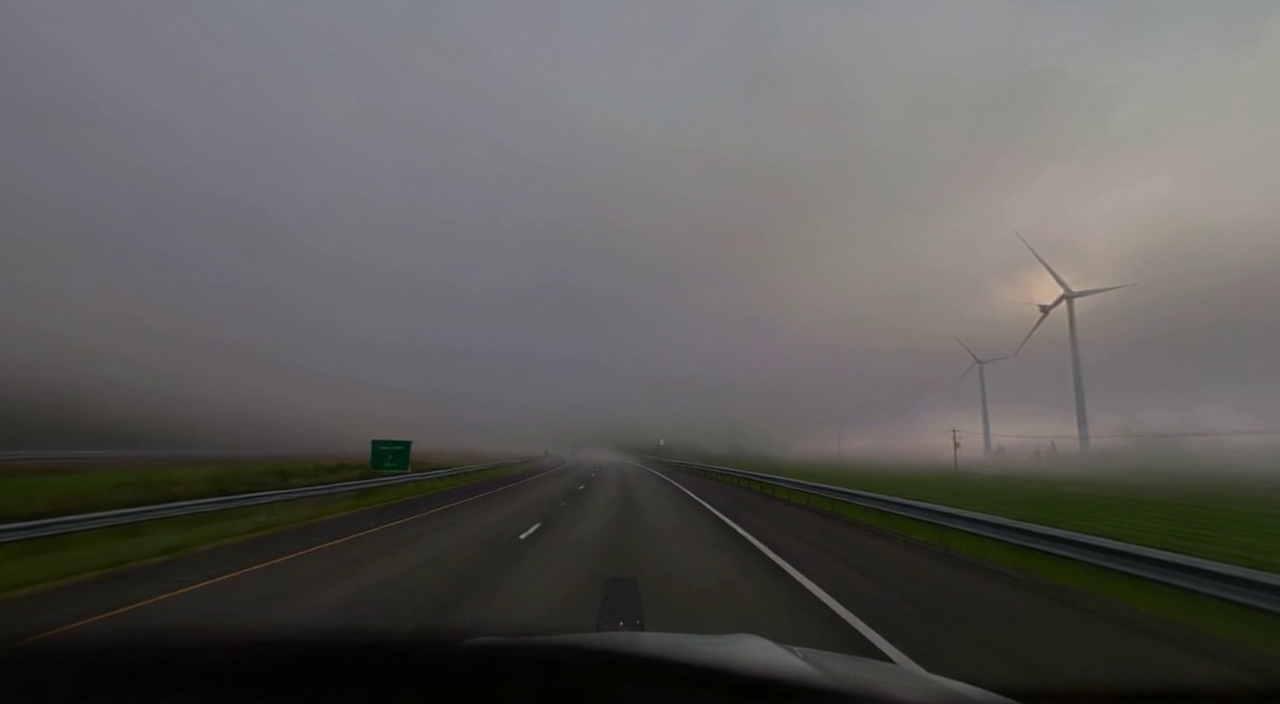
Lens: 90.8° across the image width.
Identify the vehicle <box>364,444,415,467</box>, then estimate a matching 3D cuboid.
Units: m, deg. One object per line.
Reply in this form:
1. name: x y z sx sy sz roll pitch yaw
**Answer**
1. vehicle: -17.589 7.293 44.550 1.879 1.547 4.378 0 -9 -2
